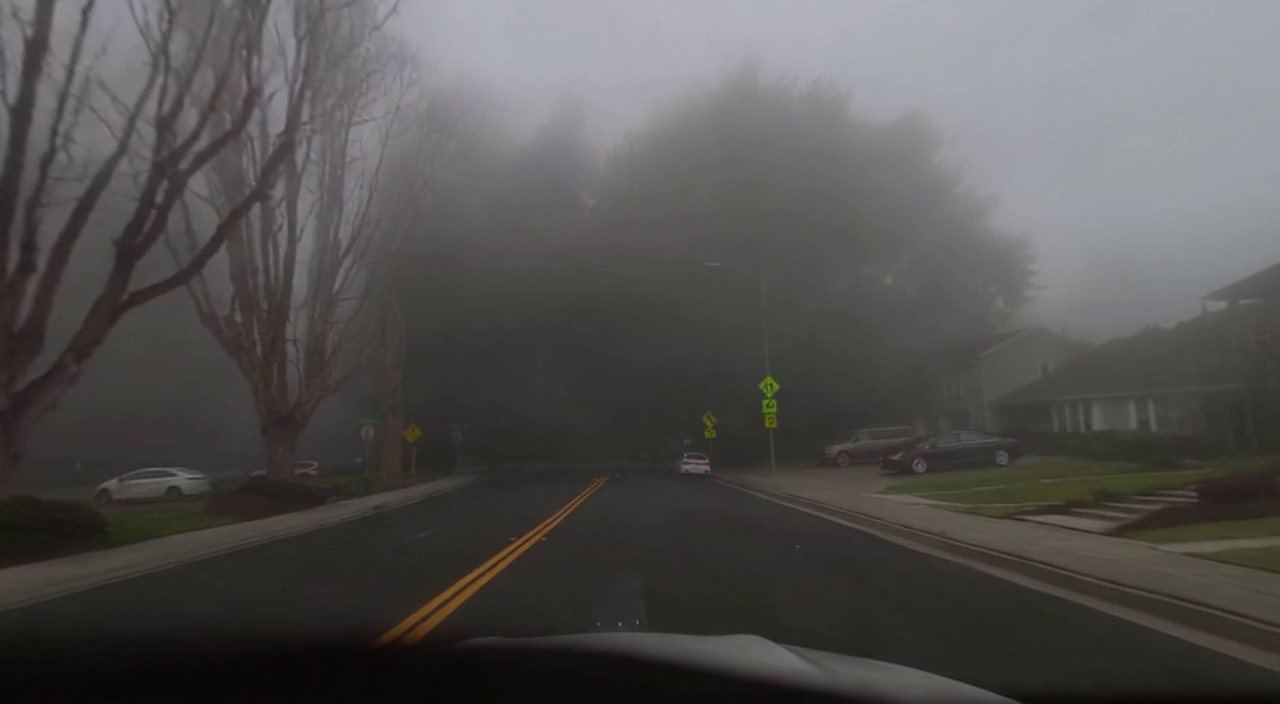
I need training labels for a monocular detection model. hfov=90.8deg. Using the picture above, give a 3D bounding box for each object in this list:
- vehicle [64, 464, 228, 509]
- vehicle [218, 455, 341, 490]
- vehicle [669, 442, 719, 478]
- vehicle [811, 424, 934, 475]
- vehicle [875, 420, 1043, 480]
[{"bbox_3d":[-19.008,5.120,24.474,4.691,1.483,1.955,9,-13,-44],"label":"vehicle"},{"bbox_3d":[-19.689,6.555,34.713,2.059,1.746,5.388,-9,-13,42],"label":"vehicle"},{"bbox_3d":[2.965,6.150,36.100,2.221,1.892,5.555,0,-9,-1],"label":"vehicle"},{"bbox_3d":[10.394,4.400,28.530,4.653,1.979,1.998,-3,-9,0],"label":"vehicle"},{"bbox_3d":[11.064,3.466,22.201,4.750,1.658,1.902,-4,-11,0],"label":"vehicle"}]
